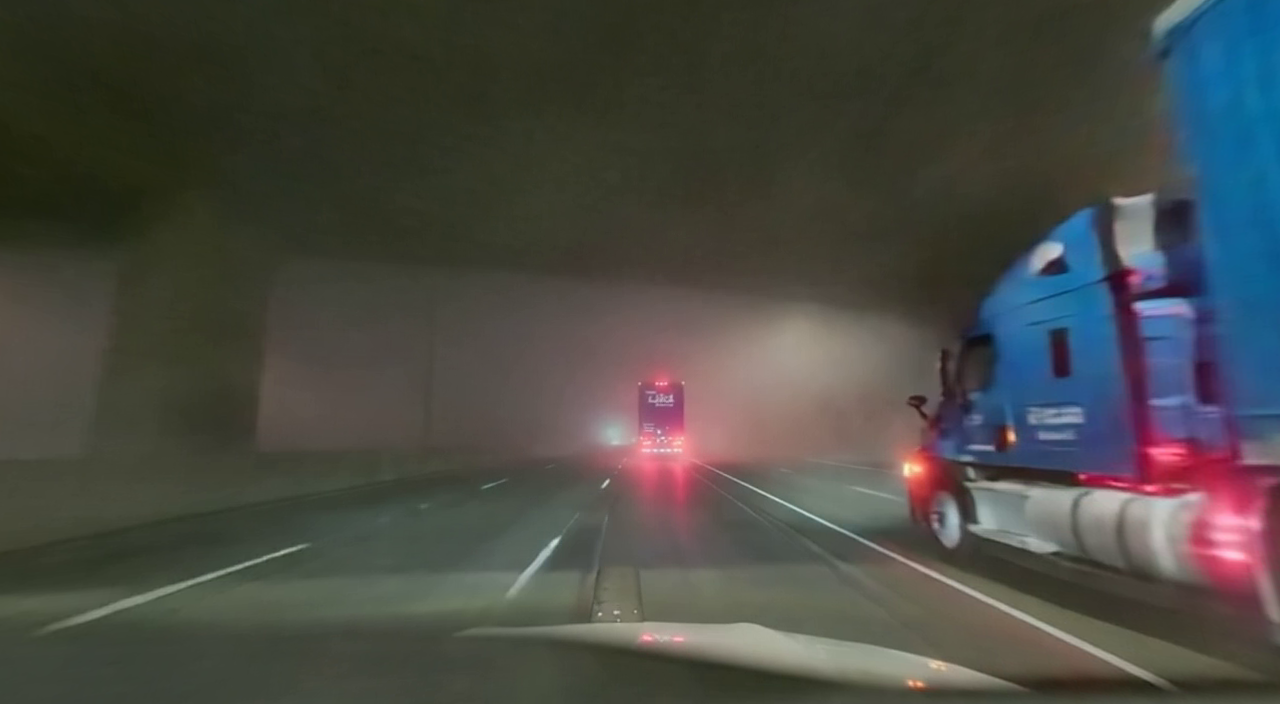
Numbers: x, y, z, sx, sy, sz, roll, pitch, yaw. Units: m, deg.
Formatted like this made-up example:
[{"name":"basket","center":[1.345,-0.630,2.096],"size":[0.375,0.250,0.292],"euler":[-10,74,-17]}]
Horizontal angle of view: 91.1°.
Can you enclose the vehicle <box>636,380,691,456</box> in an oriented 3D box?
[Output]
[{"name":"vehicle","center":[1.381,4.681,42.513],"size":[3.034,4.194,14.704],"euler":[0,-8,1]}]
